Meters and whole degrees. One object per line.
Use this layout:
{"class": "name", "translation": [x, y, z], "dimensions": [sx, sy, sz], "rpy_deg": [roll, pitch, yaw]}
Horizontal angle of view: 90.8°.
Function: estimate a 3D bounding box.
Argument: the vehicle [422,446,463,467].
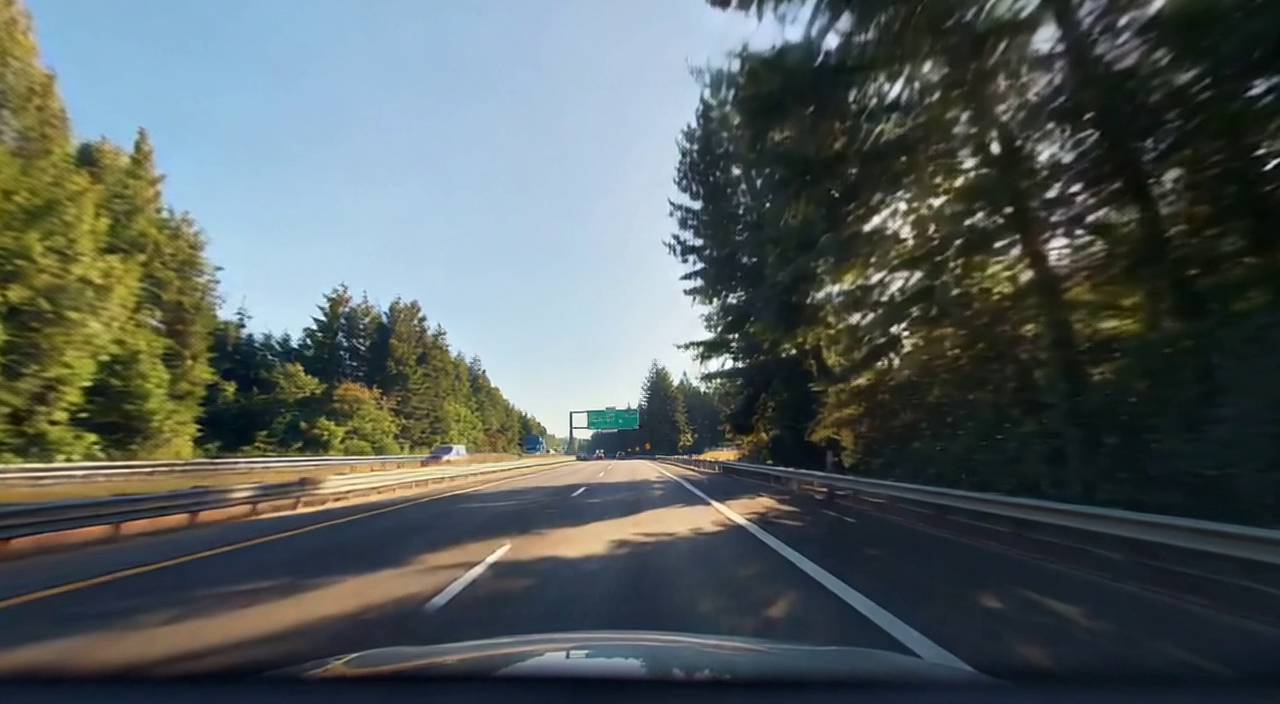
{"class": "vehicle", "translation": [-15.325, 8.130, 49.100], "dimensions": [1.843, 1.534, 4.172], "rpy_deg": [0, -9, 0]}
